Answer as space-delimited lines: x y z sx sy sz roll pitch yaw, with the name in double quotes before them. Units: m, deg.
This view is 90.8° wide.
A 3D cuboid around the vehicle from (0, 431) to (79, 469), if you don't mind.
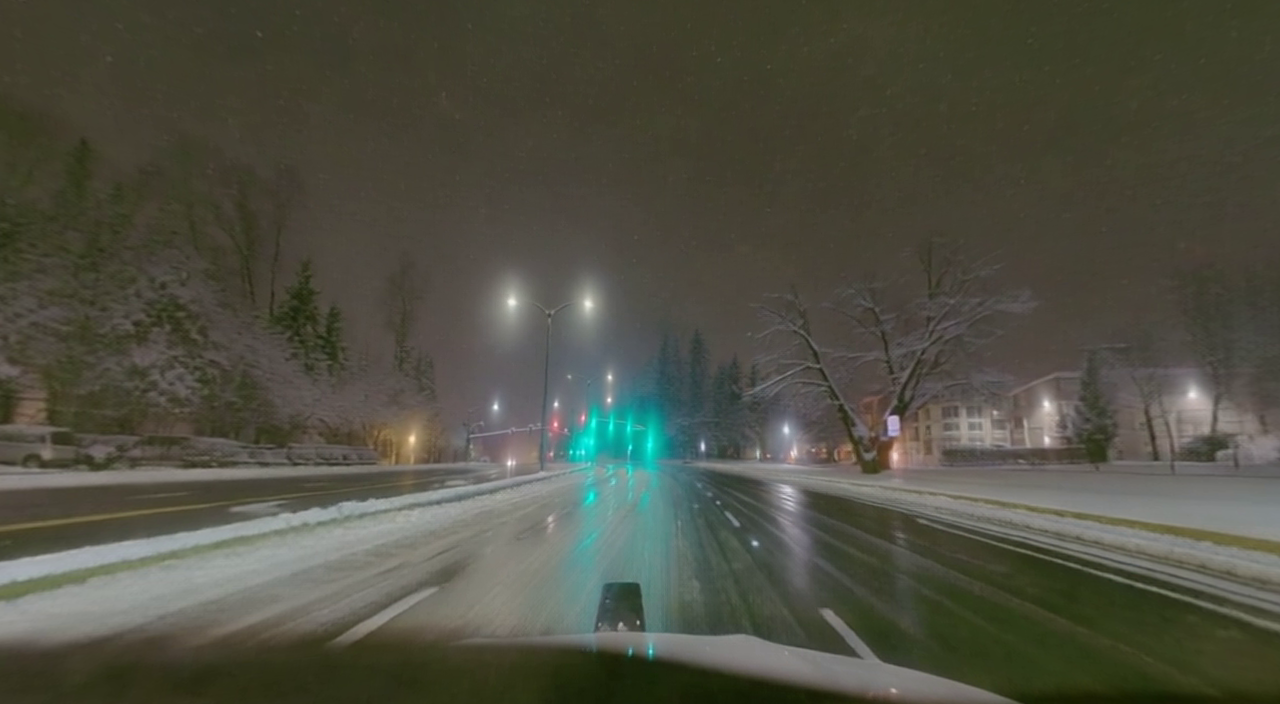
"vehicle" -33.332 5.223 33.622 4.579 1.962 2.161 2 -9 -17
